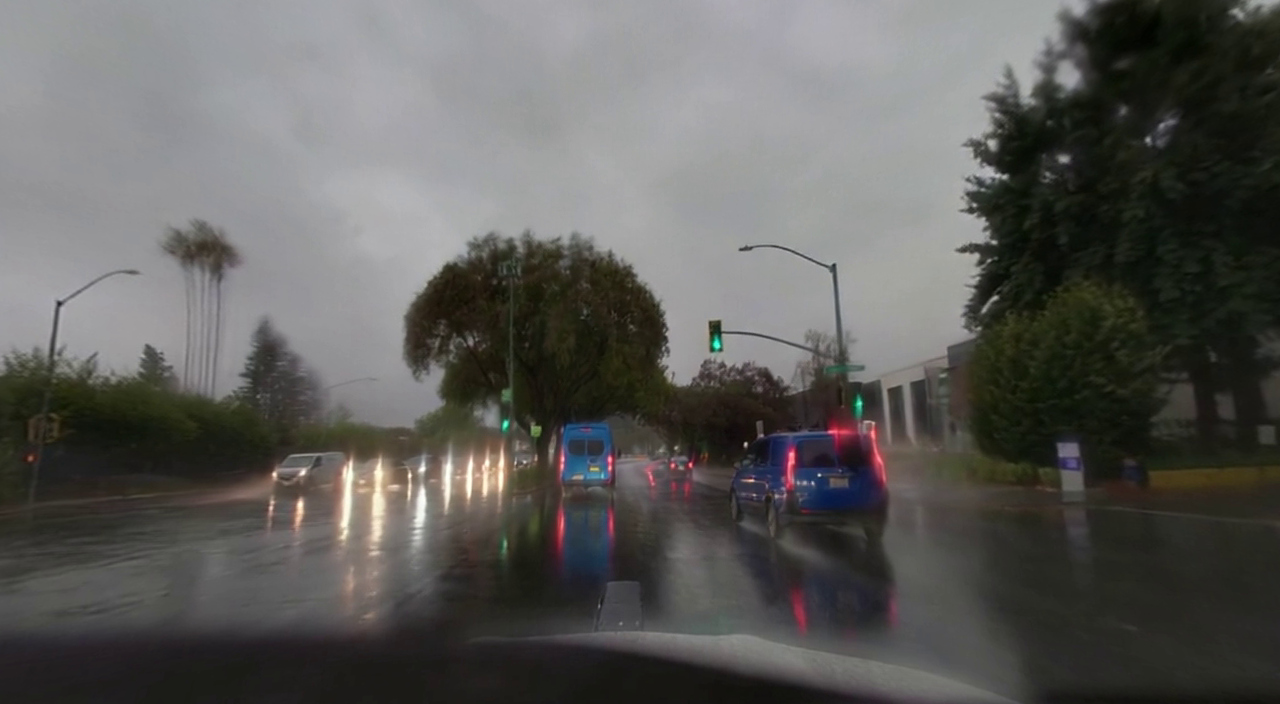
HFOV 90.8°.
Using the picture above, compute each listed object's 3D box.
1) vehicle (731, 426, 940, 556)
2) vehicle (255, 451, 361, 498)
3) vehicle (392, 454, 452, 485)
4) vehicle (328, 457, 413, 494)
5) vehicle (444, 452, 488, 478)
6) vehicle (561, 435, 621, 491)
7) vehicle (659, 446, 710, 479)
[{"bbox_3d":[2.868,2.135,10.416,1.965,1.671,4.146,0,-9,-2],"label":"vehicle"},{"bbox_3d":[-16.018,5.879,30.924,2.299,2.015,5.743,0,-9,-3],"label":"vehicle"},{"bbox_3d":[-12.310,6.621,35.929,1.956,1.625,4.123,0,-9,-1],"label":"vehicle"},{"bbox_3d":[-12.206,5.598,28.986,2.128,1.496,4.432,0,-9,-3],"label":"vehicle"},{"bbox_3d":[-12.232,7.963,44.707,1.988,1.689,4.047,0,-9,0],"label":"vehicle"},{"bbox_3d":[-1.951,4.483,25.900,2.228,2.054,4.309,0,-9,-3],"label":"vehicle"},{"bbox_3d":[2.332,5.935,34.268,2.248,1.692,4.252,0,-9,-3],"label":"vehicle"}]
